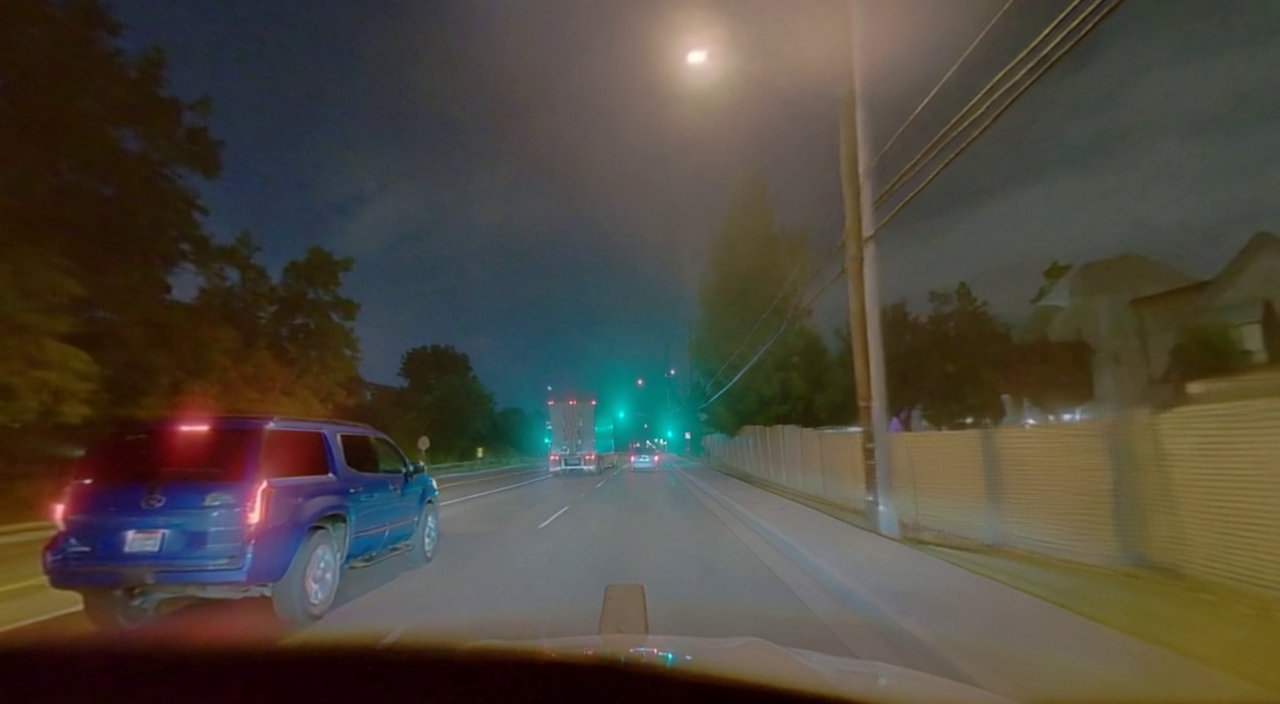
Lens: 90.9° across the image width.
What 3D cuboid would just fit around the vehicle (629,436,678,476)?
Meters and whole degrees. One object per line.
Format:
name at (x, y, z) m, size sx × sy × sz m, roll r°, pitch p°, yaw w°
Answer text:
vehicle at (0.605, 4.911, 29.981) m, size 2.174 × 1.749 × 4.113 m, roll 0°, pitch -9°, yaw 1°

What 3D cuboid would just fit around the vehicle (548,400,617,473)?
vehicle at (-3.077, 4.944, 36.521) m, size 2.928 × 3.658 × 8.980 m, roll 0°, pitch -9°, yaw 1°

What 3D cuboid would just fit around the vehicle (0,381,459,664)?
vehicle at (-3.656, 1.447, 6.467) m, size 2.093 × 1.832 × 4.508 m, roll 0°, pitch -9°, yaw 2°
